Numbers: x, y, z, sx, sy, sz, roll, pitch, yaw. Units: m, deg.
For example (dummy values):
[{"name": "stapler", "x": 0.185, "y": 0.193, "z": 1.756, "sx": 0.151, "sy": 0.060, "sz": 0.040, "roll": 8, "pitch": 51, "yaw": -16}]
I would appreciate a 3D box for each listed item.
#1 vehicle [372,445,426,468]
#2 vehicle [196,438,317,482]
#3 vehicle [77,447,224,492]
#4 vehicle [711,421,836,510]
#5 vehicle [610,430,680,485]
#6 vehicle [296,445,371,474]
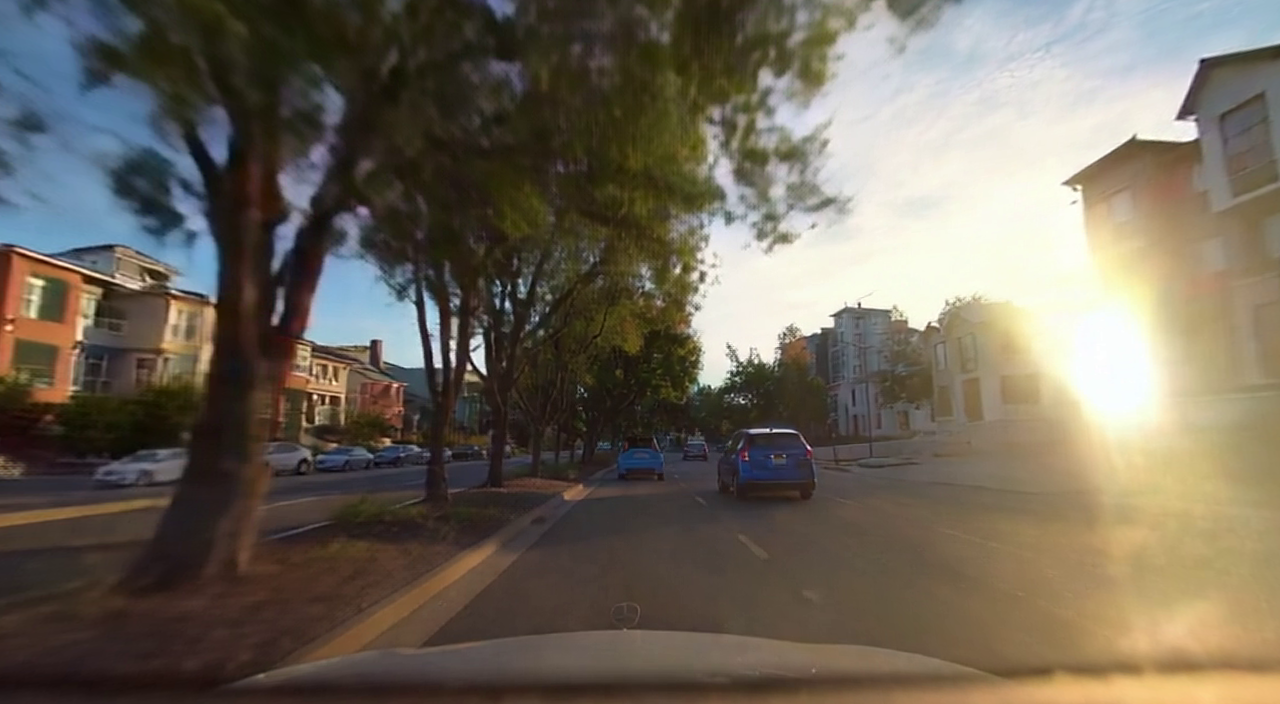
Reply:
[{"name": "vehicle", "x": -17.919, "y": 7.808, "z": 47.230, "sx": 2.010, "sy": 1.609, "sz": 4.549, "roll": -1, "pitch": -10, "yaw": 4}, {"name": "vehicle", "x": -18.484, "y": 5.270, "z": 30.875, "sx": 2.195, "sy": 1.894, "sz": 5.489, "roll": -2, "pitch": -10, "yaw": 3}, {"name": "vehicle", "x": -18.722, "y": 4.532, "z": 24.550, "sx": 1.954, "sy": 1.570, "sz": 4.828, "roll": 0, "pitch": -10, "yaw": -2}, {"name": "vehicle", "x": 3.012, "y": 2.687, "z": 15.300, "sx": 2.033, "sy": 1.823, "sz": 4.409, "roll": 0, "pitch": -9, "yaw": 0}, {"name": "vehicle", "x": 0.233, "y": 3.963, "z": 23.974, "sx": 2.345, "sy": 1.841, "sz": 5.032, "roll": 0, "pitch": -9, "yaw": 1}, {"name": "vehicle", "x": -18.433, "y": 6.525, "z": 38.276, "sx": 1.961, "sy": 1.556, "sz": 4.791, "roll": -2, "pitch": -10, "yaw": 3}]
